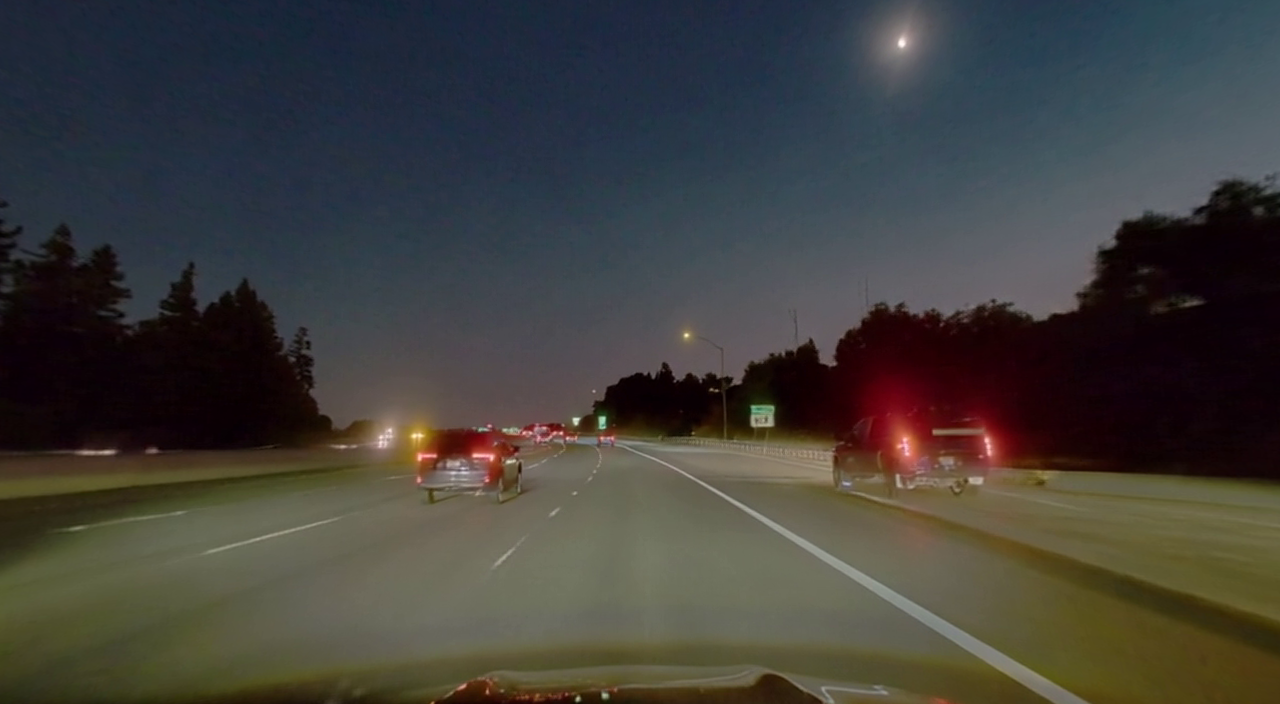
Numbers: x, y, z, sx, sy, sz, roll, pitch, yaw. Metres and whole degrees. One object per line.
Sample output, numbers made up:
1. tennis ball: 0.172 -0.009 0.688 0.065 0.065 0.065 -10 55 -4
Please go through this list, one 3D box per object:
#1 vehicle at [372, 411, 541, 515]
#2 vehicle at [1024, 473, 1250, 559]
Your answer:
1. vehicle: -3.570 2.283 13.443 2.142 1.789 5.009 0 -8 0
2. vehicle: 14.945 4.898 19.509 2.179 1.976 5.545 1 -8 -4
